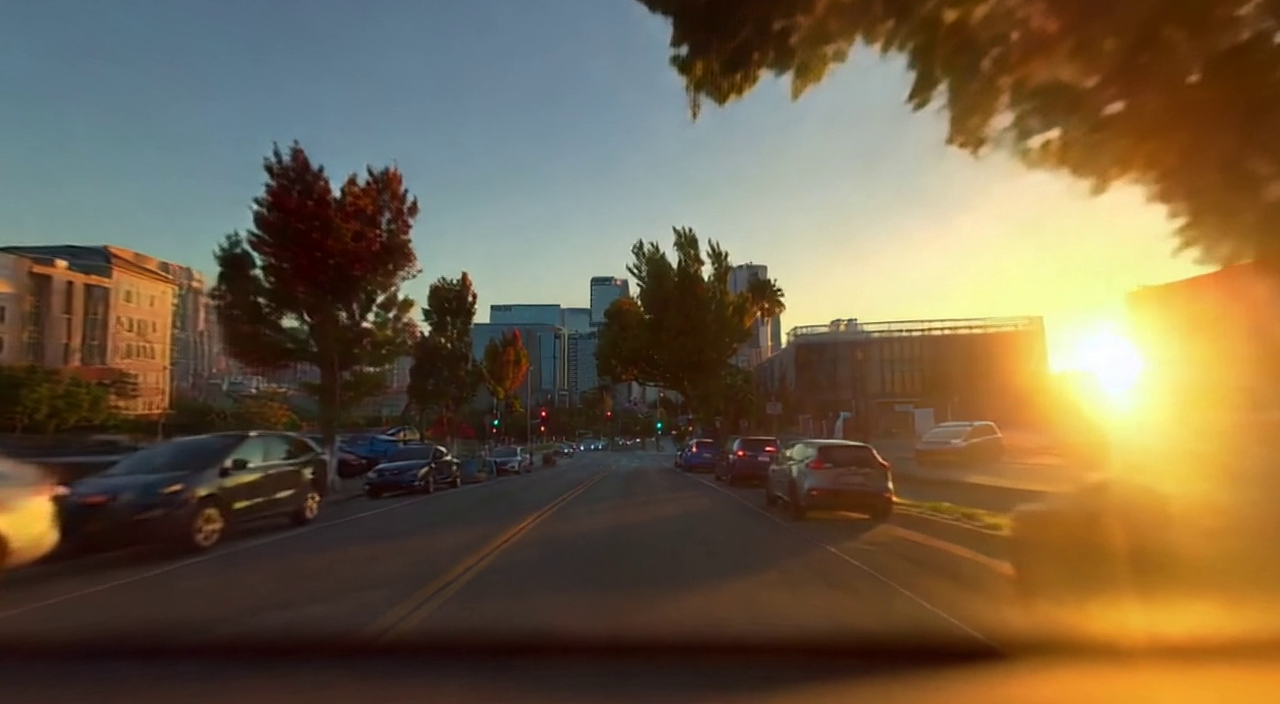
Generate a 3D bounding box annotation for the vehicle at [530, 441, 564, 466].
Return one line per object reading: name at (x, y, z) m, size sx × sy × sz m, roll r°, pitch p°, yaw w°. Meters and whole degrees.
vehicle at (-6.971, 7.635, 47.861) m, size 1.893 × 1.758 × 4.019 m, roll 0°, pitch -8°, yaw 0°

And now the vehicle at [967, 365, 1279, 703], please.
vehicle at (3.383, 0.919, 2.620) m, size 1.828 × 1.664 × 4.035 m, roll 0°, pitch -8°, yaw -1°

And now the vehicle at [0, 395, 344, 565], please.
vehicle at (-6.693, 1.814, 9.806) m, size 2.008 × 1.969 × 4.740 m, roll 0°, pitch -8°, yaw -2°

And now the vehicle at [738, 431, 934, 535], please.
vehicle at (3.181, 2.203, 11.483) m, size 1.908 × 1.461 × 4.873 m, roll 0°, pitch -8°, yaw -1°

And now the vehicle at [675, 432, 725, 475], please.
vehicle at (2.711, 4.668, 29.461) m, size 1.954 × 1.845 × 4.682 m, roll 0°, pitch -8°, yaw 1°

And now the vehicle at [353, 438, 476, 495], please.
vehicle at (-6.622, 3.377, 19.172) m, size 1.913 × 1.479 × 4.714 m, roll 0°, pitch -8°, yaw 1°
